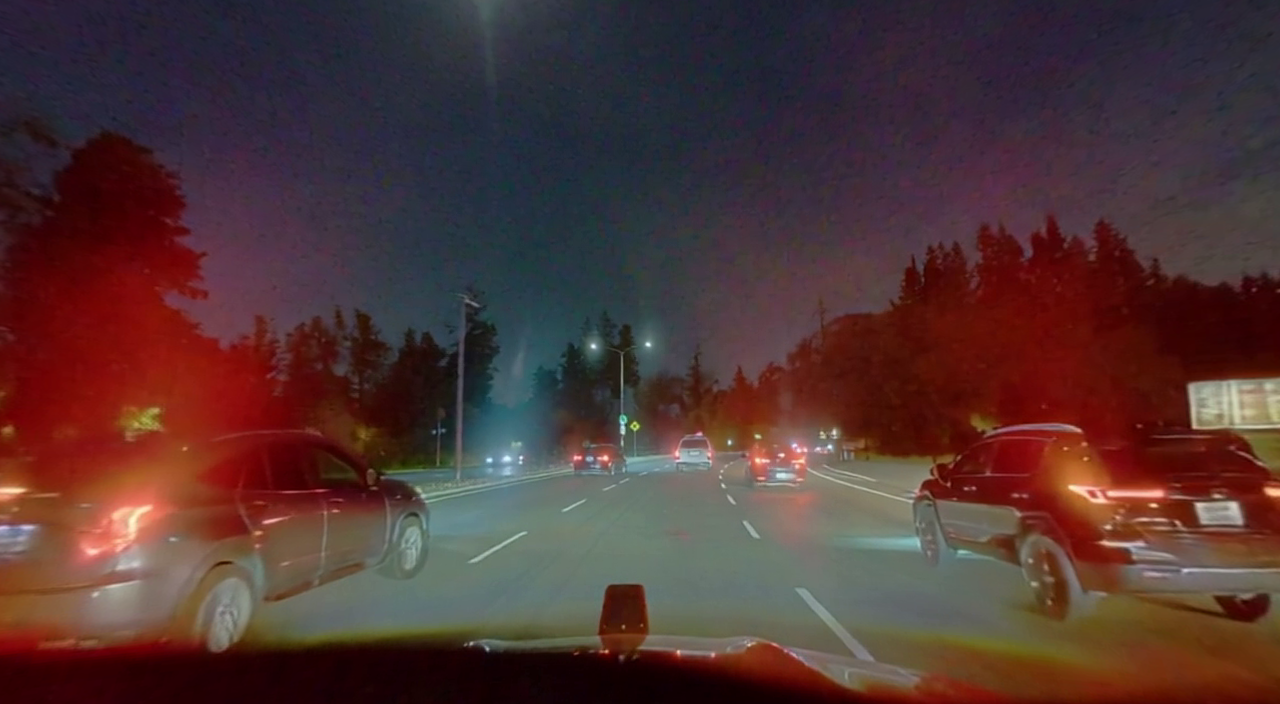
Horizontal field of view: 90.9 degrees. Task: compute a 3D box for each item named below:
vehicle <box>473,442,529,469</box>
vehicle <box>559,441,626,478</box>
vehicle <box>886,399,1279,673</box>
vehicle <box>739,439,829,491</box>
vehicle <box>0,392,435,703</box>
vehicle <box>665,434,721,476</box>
[{"bbox_3d":[-8.892,6.660,40.802,2.010,1.598,4.355,-2,-9,10],"label":"vehicle"},{"bbox_3d":[-2.010,4.757,28.158,2.006,1.464,4.586,-2,-9,8],"label":"vehicle"},{"bbox_3d":[3.700,1.299,5.355,1.859,1.540,3.454,-1,-9,1],"label":"vehicle"},{"bbox_3d":[4.416,3.538,20.038,2.117,1.472,4.158,-1,-9,4],"label":"vehicle"},{"bbox_3d":[-3.421,1.222,4.524,2.169,1.468,4.716,-1,-9,2],"label":"vehicle"},{"bbox_3d":[2.528,4.739,29.127,2.250,1.768,4.574,-2,-9,8],"label":"vehicle"}]
